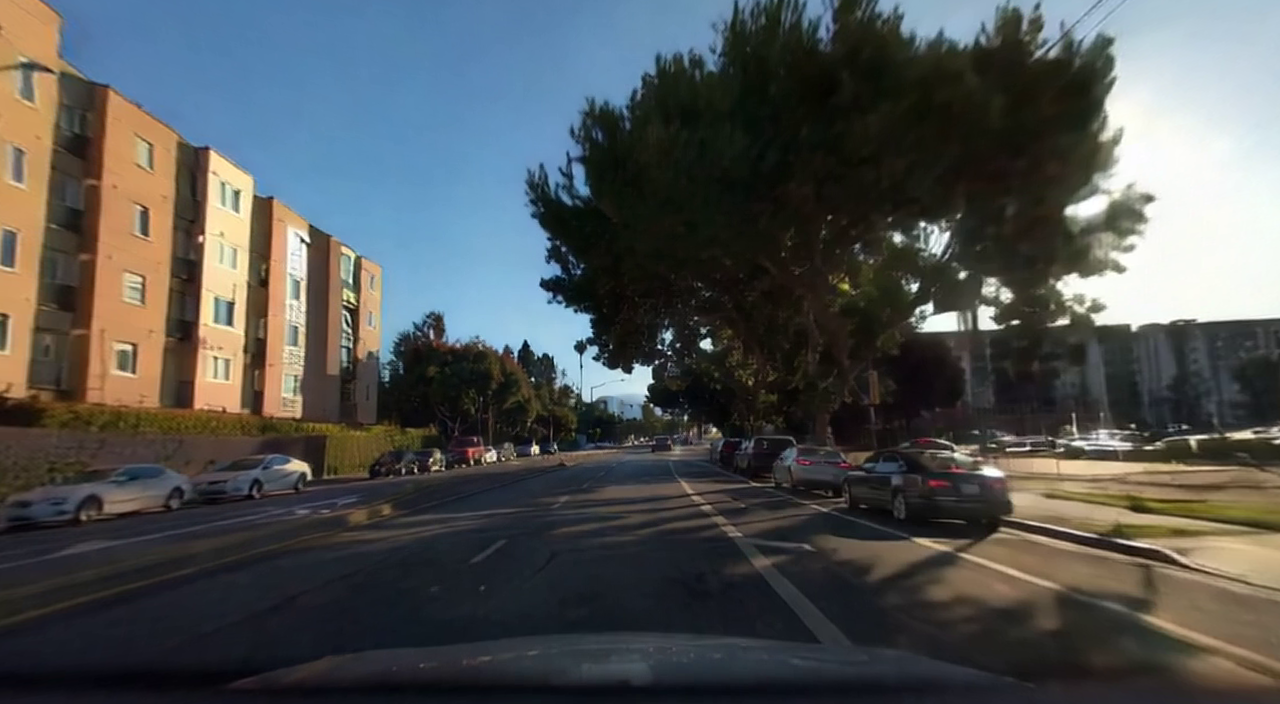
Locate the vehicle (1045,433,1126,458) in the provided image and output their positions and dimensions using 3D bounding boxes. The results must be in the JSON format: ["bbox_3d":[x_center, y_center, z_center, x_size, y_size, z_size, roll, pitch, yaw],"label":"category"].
[{"bbox_3d":[28.499,6.009,40.597,1.790,1.460,4.515,0,-8,-2],"label":"vehicle"}]

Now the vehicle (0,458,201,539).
[{"bbox_3d":[-12.680,3.193,14.458,1.779,1.433,4.633,0,-8,2],"label":"vehicle"}]

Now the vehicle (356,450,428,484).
[{"bbox_3d":[-12.218,5.656,31.384,1.926,1.499,3.869,0,-8,1],"label":"vehicle"}]

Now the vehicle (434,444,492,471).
[{"bbox_3d":[-12.351,7.373,44.560,2.290,1.799,5.801,0,-8,2],"label":"vehicle"}]

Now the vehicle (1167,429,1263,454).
[{"bbox_3d":[36.708,5.754,40.490,1.780,1.479,4.556,0,-8,-1],"label":"vehicle"}]

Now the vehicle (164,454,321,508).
[{"bbox_3d":[-12.579,4.083,20.440,1.889,1.461,4.608,0,-8,3],"label":"vehicle"}]

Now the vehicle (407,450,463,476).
[{"bbox_3d":[-12.245,6.638,38.032,1.723,1.418,4.359,0,-8,2],"label":"vehicle"}]

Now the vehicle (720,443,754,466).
[{"bbox_3d":[6.773,7.192,44.602,1.947,1.487,4.549,0,-8,3],"label":"vehicle"}]

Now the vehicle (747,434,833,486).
[{"bbox_3d":[5.677,4.167,24.774,2.102,1.781,5.470,0,-8,1],"label":"vehicle"}]

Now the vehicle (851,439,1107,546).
[{"bbox_3d":[5.459,2.282,10.998,2.085,1.466,4.276,0,-8,0],"label":"vehicle"}]
